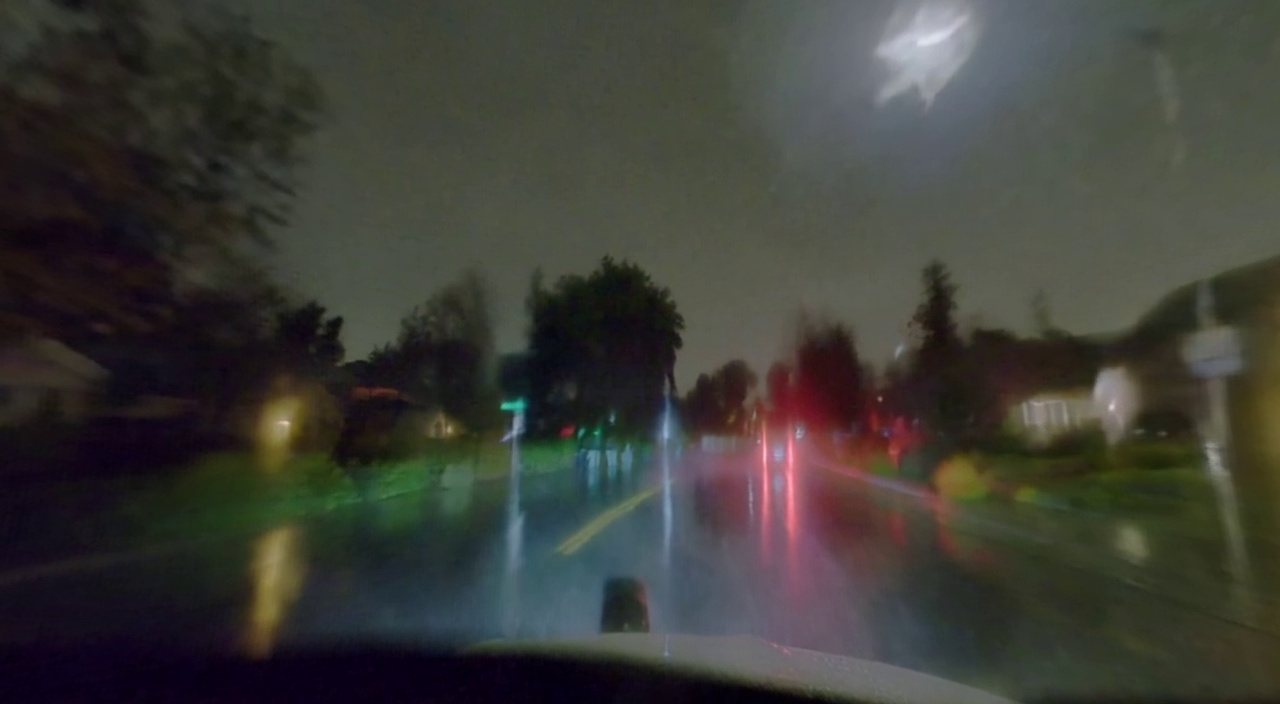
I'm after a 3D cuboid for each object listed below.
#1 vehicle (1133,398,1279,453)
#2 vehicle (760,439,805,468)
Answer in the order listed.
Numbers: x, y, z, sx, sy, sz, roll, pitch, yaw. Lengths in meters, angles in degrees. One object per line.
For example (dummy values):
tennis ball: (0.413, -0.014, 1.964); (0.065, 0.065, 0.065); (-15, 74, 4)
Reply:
vehicle: (20.009, 2.588, 21.791); (1.830, 1.698, 4.624); (1, -8, -6)
vehicle: (7.832, 5.600, 34.993); (2.129, 1.490, 4.369); (-1, -9, 9)
